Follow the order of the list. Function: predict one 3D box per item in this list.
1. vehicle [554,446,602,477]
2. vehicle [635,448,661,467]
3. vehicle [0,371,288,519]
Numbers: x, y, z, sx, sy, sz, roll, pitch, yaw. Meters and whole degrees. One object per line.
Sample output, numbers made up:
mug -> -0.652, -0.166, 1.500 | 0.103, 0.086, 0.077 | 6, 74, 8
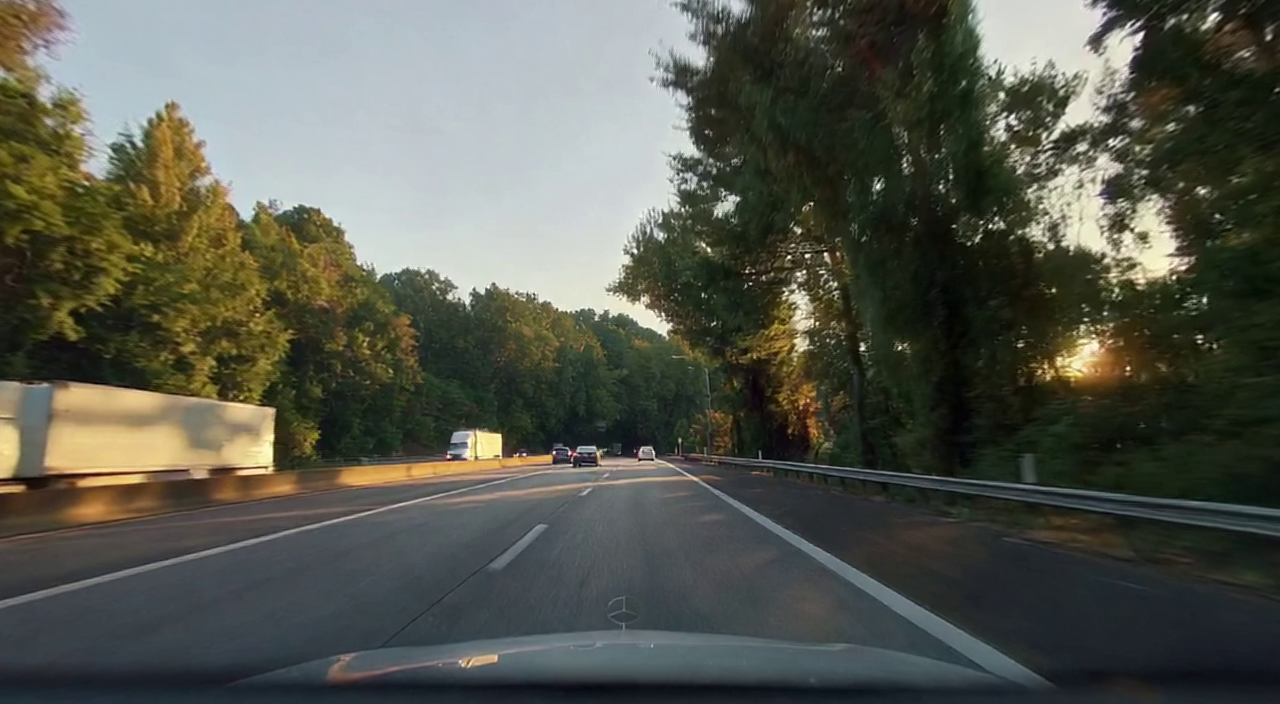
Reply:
vehicle -> -3.139, 5.656, 32.807 | 2.112, 1.498, 4.117 | 0, -9, 0
vehicle -> 0.594, 8.309, 49.591 | 1.989, 1.402, 3.831 | 0, -9, -1
vehicle -> -18.902, 3.610, 24.105 | 2.834, 4.025, 13.898 | 0, -9, 0
